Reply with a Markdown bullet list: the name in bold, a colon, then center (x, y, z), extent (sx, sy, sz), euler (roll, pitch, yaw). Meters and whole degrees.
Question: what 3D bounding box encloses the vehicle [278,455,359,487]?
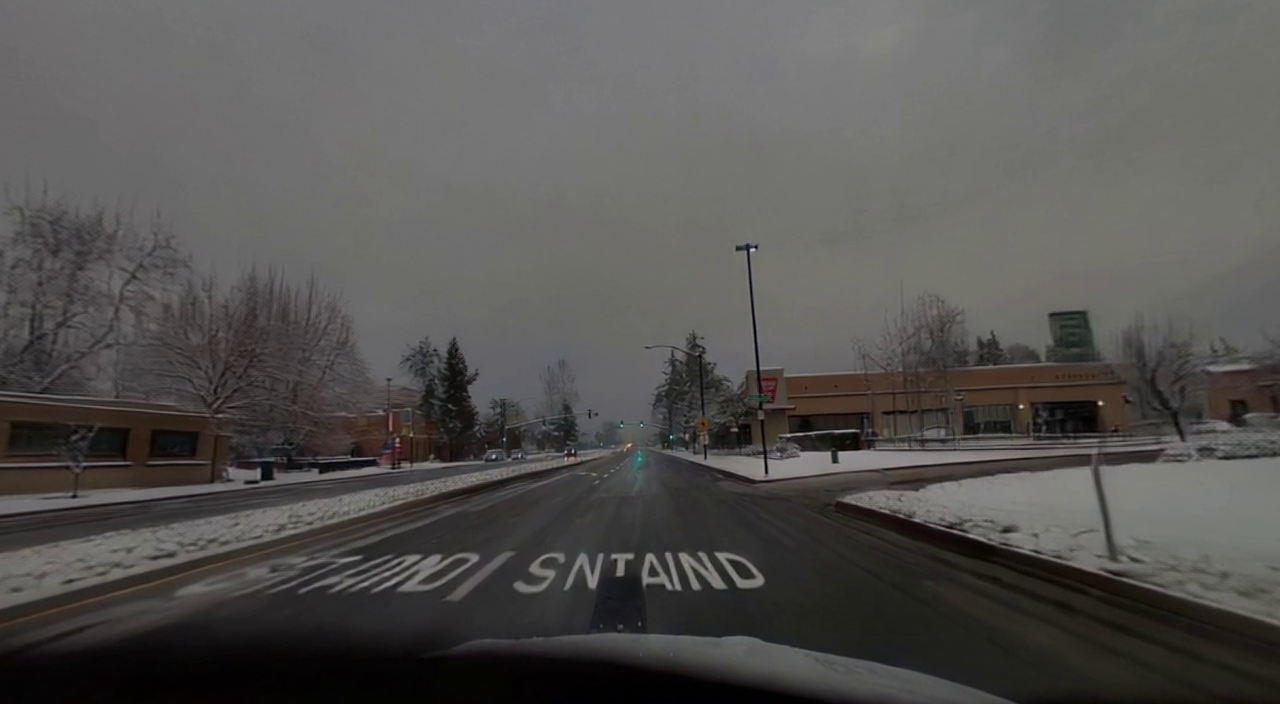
- **vehicle**: center (-17.434, 6.432, 34.327), extent (1.861, 1.541, 4.530), euler (0, -9, 3)
